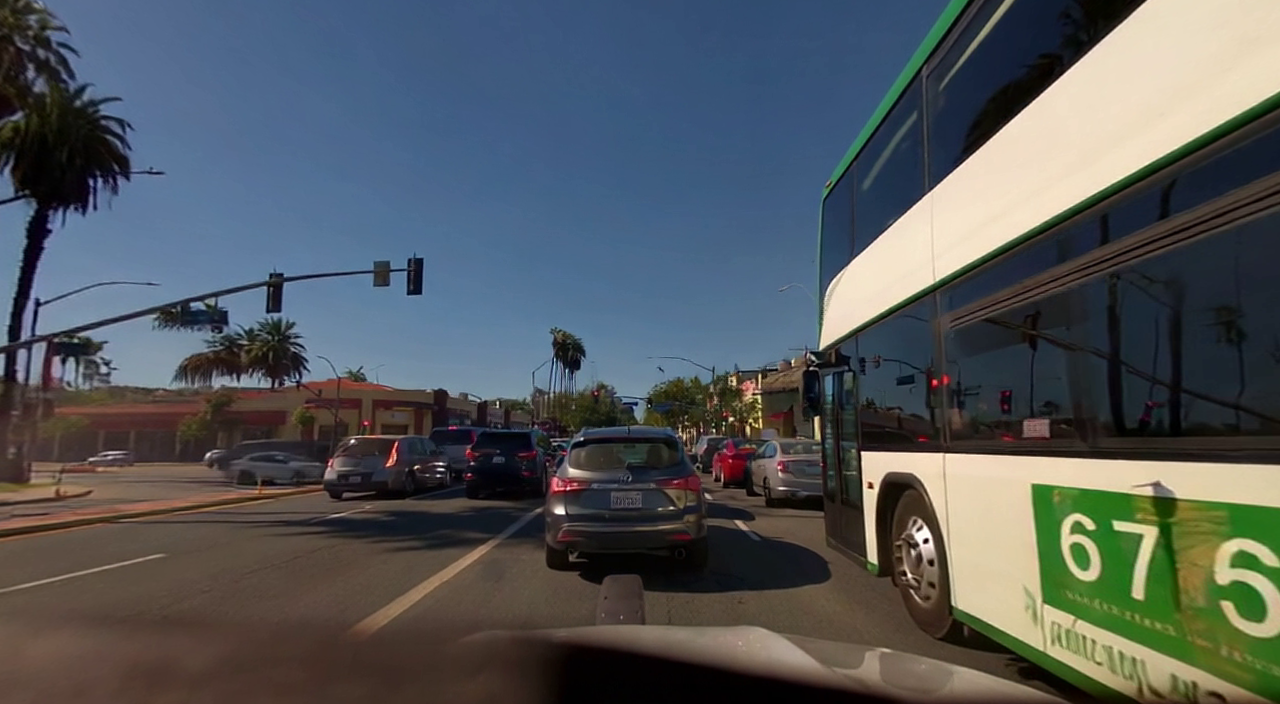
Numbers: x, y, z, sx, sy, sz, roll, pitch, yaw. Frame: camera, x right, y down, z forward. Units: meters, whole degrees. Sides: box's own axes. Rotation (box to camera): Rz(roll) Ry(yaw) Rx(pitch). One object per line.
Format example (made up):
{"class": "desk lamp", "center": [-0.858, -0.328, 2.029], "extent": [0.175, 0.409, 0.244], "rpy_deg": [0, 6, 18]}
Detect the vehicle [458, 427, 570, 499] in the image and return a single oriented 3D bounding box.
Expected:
{"class": "vehicle", "center": [-3.285, 3.015, 17.481], "extent": [2.020, 1.721, 4.366], "rpy_deg": [-1, -9, 2]}

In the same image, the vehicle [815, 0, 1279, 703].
{"class": "vehicle", "center": [3.550, -0.538, 0.569], "extent": [2.970, 4.015, 13.606], "rpy_deg": [0, -9, 0]}

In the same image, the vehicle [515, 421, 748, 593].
{"class": "vehicle", "center": [-0.087, 1.666, 7.583], "extent": [2.060, 1.499, 3.831], "rpy_deg": [0, -9, 0]}

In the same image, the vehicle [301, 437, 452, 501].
{"class": "vehicle", "center": [-6.930, 3.123, 17.328], "extent": [1.927, 1.480, 4.832], "rpy_deg": [0, -9, 2]}

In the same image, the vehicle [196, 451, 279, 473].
{"class": "vehicle", "center": [-28.872, 7.886, 45.402], "extent": [4.630, 1.473, 1.837], "rpy_deg": [0, -9, -5]}

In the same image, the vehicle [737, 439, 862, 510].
{"class": "vehicle", "center": [3.683, 2.905, 15.510], "extent": [1.989, 1.467, 4.364], "rpy_deg": [0, -9, 1]}
